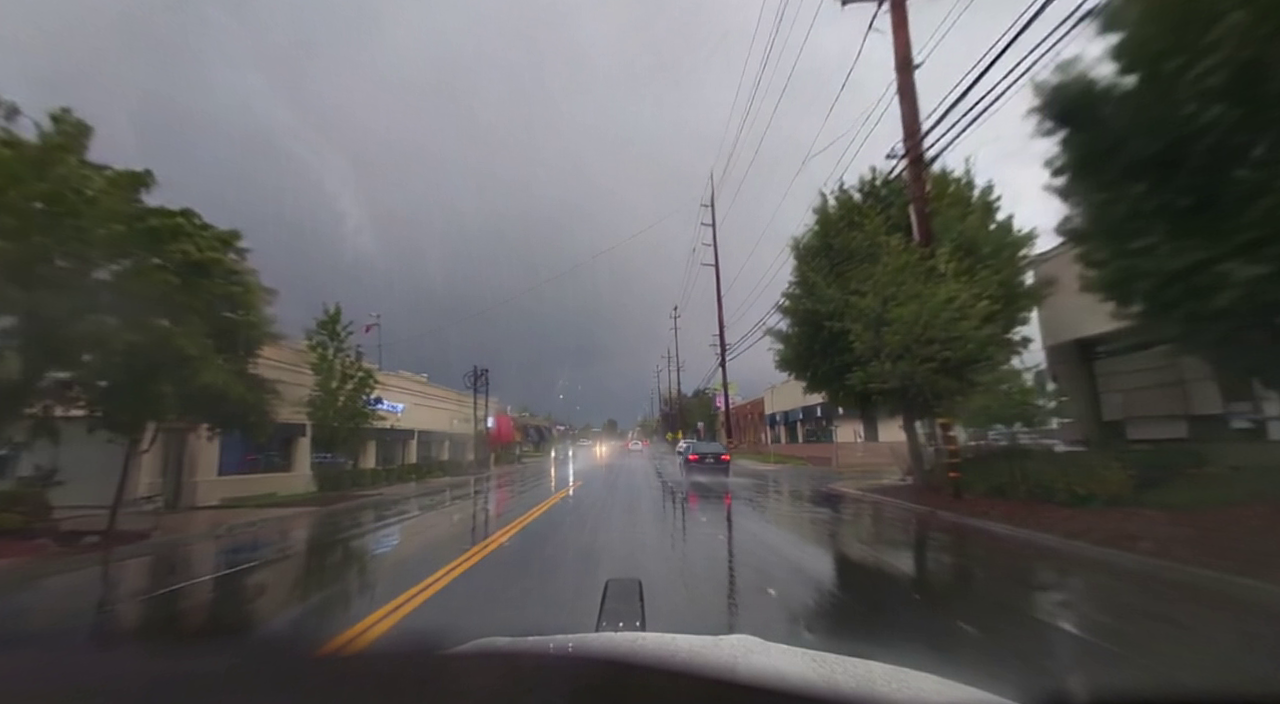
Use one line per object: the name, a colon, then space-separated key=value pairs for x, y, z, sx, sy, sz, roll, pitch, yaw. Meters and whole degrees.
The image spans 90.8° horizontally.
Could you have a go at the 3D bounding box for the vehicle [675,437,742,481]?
vehicle: x=2.444 y=3.929 z=23.427 sx=1.975 sy=1.497 sz=3.647 roll=0 pitch=-8 yaw=-1
